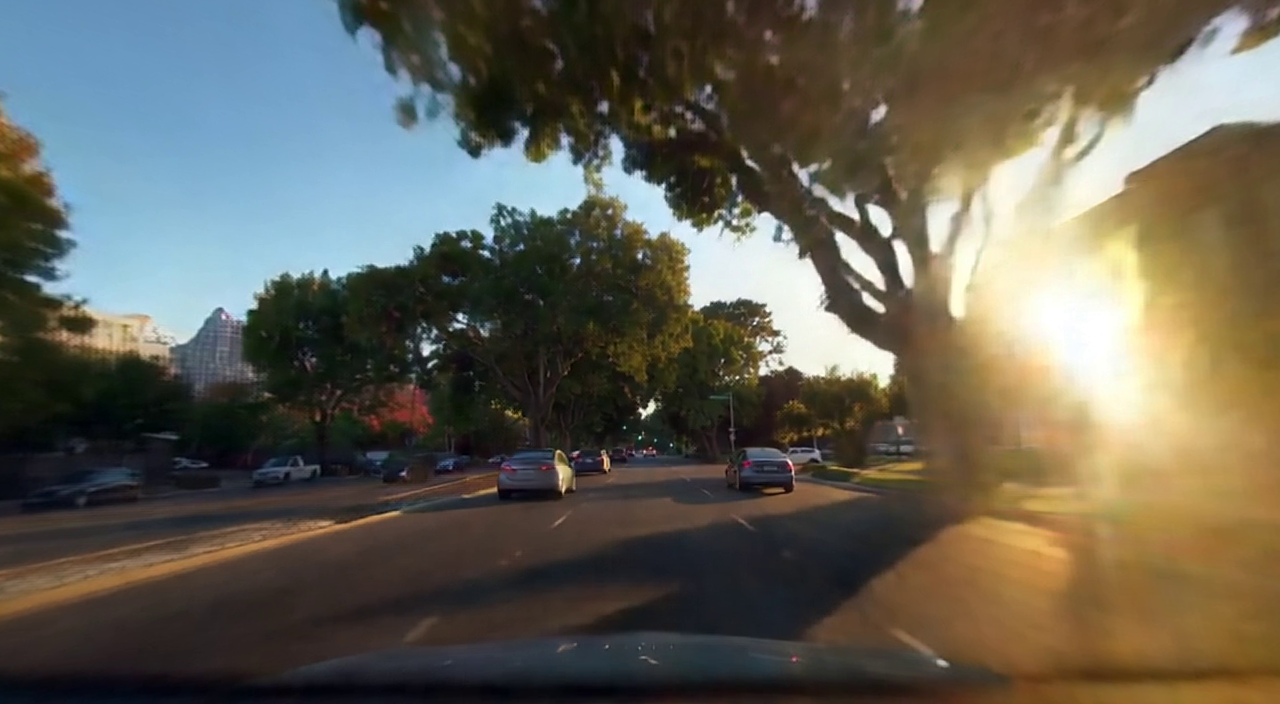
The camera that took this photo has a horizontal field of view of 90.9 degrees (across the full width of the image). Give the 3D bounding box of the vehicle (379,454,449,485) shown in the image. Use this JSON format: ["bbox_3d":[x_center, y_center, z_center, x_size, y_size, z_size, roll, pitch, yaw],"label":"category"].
[{"bbox_3d":[-12.211,6.338,34.434,2.000,1.504,4.720,0,-9,1],"label":"vehicle"}]

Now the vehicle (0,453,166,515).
[{"bbox_3d":[-22.412,5.257,25.702,2.523,2.213,4.637,0,-8,-1],"label":"vehicle"}]

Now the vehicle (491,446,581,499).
[{"bbox_3d":[-3.175,3.776,20.205,2.053,1.480,4.381,0,-8,1],"label":"vehicle"}]

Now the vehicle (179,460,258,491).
[{"bbox_3d":[-26.876,7.873,40.402,1.928,1.764,4.599,0,-8,-1],"label":"vehicle"}]

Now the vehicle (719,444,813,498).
[{"bbox_3d":[3.818,3.668,19.943,2.010,1.486,4.498,0,-8,-1],"label":"vehicle"}]

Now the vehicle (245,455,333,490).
[{"bbox_3d":[-22.368,7.665,40.434,2.928,2.070,4.368,-1,-9,3],"label":"vehicle"}]
